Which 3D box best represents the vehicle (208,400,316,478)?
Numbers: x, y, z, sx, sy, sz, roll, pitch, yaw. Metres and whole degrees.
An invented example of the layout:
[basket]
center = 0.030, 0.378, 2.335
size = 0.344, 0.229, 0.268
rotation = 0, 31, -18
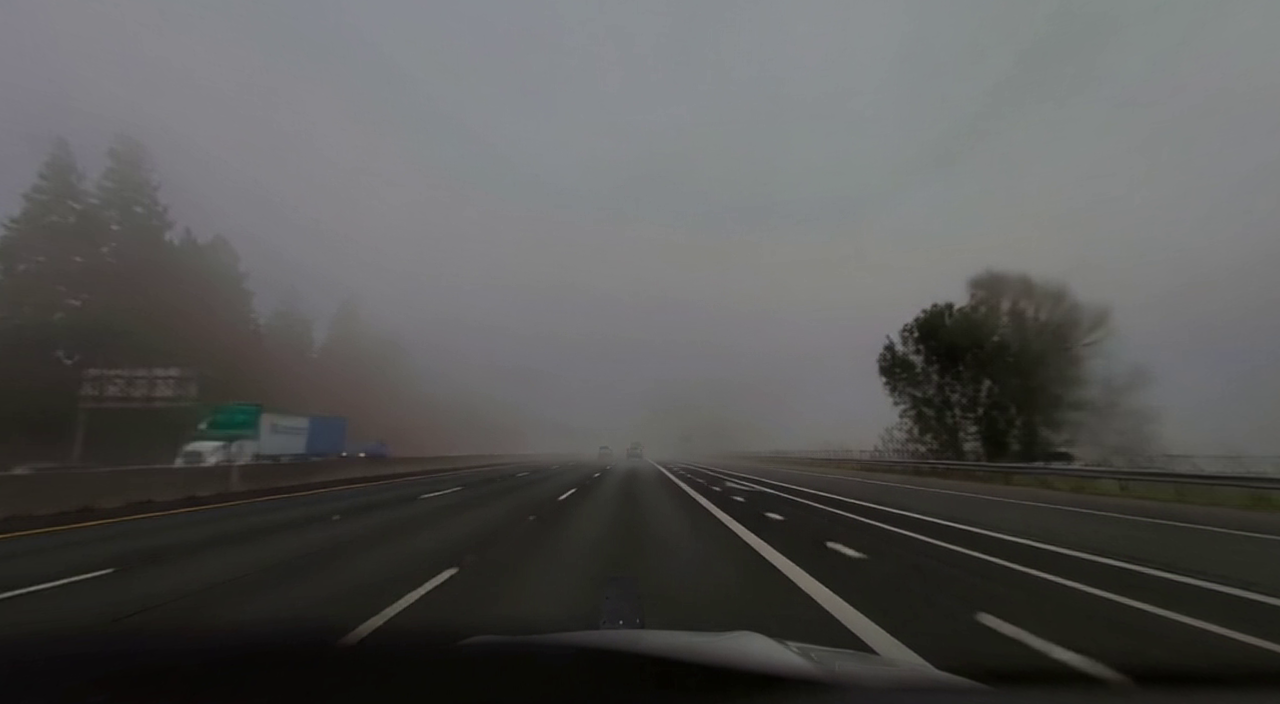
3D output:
[vehicle]
center = -19.769, 4.628, 33.331
size = 2.832, 3.799, 4.192
rotation = 0, -9, 1
